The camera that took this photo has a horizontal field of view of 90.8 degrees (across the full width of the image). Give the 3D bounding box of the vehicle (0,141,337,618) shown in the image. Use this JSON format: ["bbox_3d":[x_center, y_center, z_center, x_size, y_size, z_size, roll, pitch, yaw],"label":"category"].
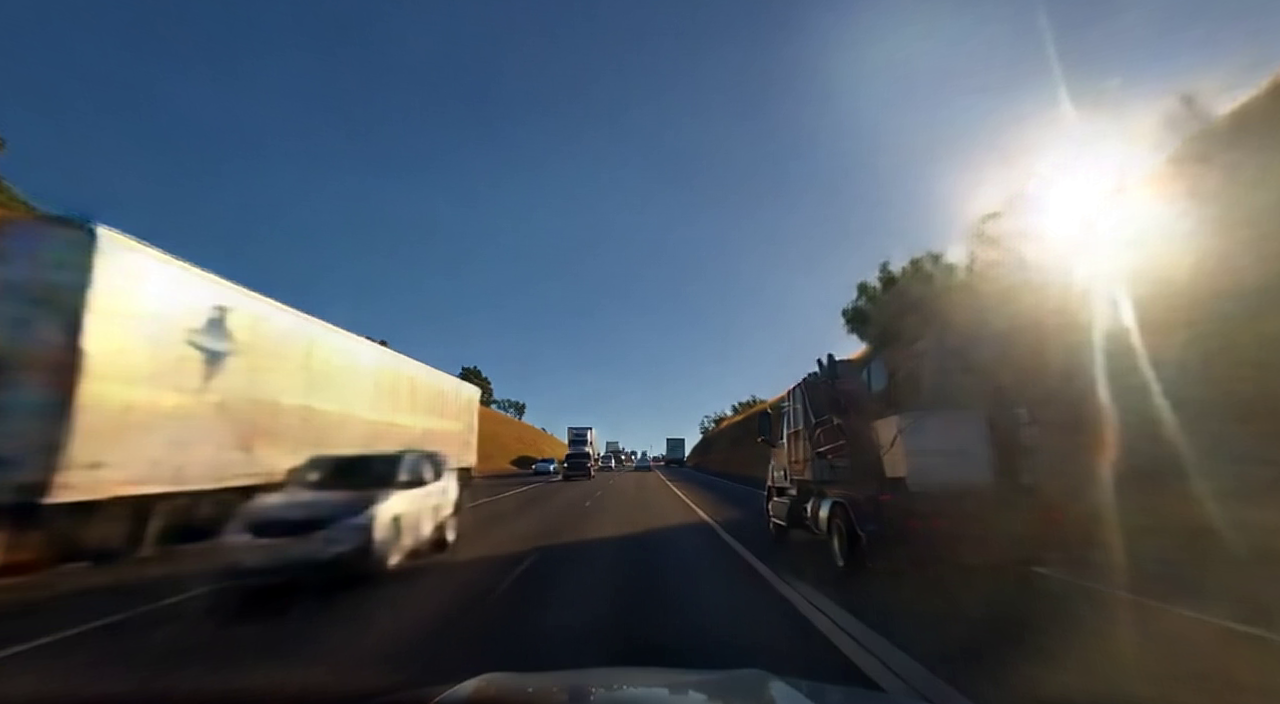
[{"bbox_3d":[-6.809,0.626,7.949,2.910,3.989,5.837,0,-9,0],"label":"vehicle"}]

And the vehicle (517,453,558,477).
[{"bbox_3d":[-6.806,7.547,42.348,1.911,1.422,4.515,0,-9,1],"label":"vehicle"}]

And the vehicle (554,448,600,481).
[{"bbox_3d":[-3.367,6.088,34.313,2.008,1.671,4.126,0,-9,1],"label":"vehicle"}]

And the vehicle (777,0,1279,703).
[{"bbox_3d":[3.211,-0.432,1.182,2.845,4.071,14.008,0,-9,0],"label":"vehicle"}]
